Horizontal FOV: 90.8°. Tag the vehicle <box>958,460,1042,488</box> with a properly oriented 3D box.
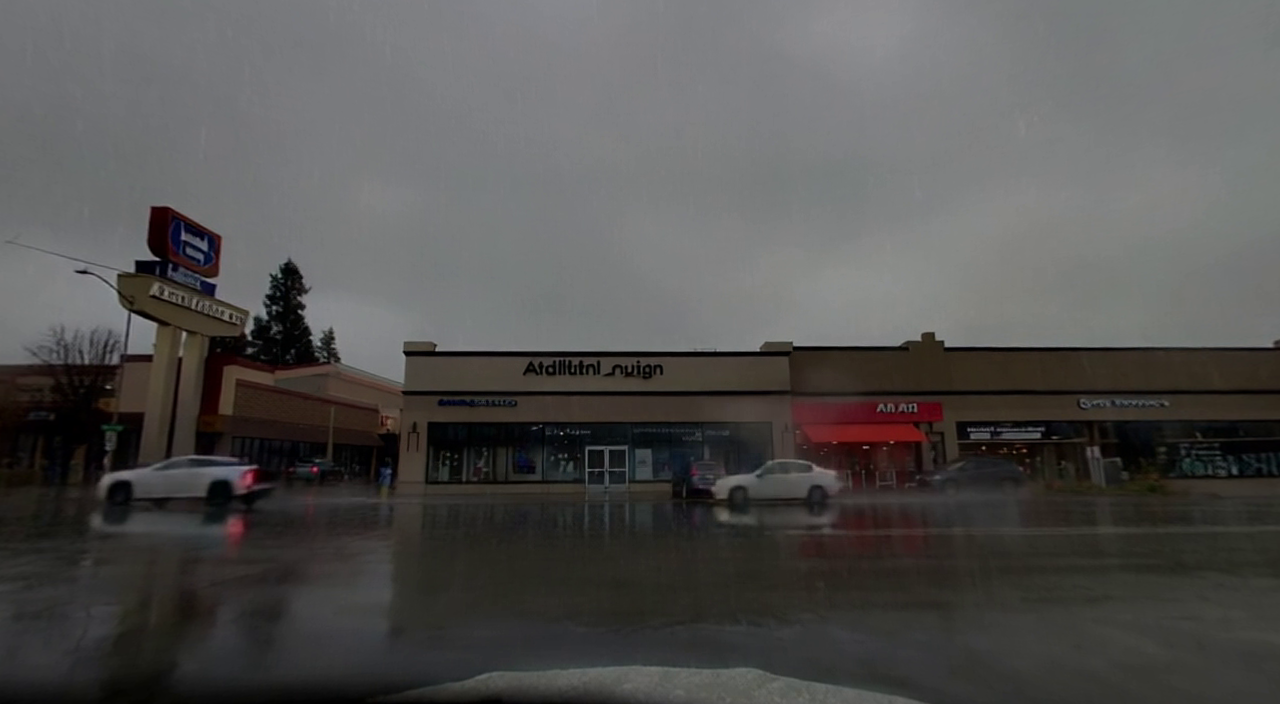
[{"bbox_3d":[25.780,8.689,45.323,4.838,1.799,1.914,-7,-11,39],"label":"vehicle"}]

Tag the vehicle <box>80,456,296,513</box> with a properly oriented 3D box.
[{"bbox_3d":[-12.915,3.800,18.368,4.661,1.478,1.878,1,-9,-7],"label":"vehicle"}]

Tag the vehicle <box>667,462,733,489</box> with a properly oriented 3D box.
[{"bbox_3d":[3.646,7.600,39.179,1.812,1.468,4.519,5,-10,-29],"label":"vehicle"}]

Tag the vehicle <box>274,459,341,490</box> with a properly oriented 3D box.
[{"bbox_3d":[-19.976,7.287,37.865,4.596,1.680,1.936,-7,-11,41],"label":"vehicle"}]

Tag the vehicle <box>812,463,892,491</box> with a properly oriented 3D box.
[{"bbox_3d":[13.014,7.678,38.999,1.791,1.453,4.593,5,-10,-29],"label":"vehicle"}]

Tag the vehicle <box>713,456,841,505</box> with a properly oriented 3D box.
[{"bbox_3d":[4.808,4.552,22.570,4.073,1.609,1.813,1,-9,-4],"label":"vehicle"}]
